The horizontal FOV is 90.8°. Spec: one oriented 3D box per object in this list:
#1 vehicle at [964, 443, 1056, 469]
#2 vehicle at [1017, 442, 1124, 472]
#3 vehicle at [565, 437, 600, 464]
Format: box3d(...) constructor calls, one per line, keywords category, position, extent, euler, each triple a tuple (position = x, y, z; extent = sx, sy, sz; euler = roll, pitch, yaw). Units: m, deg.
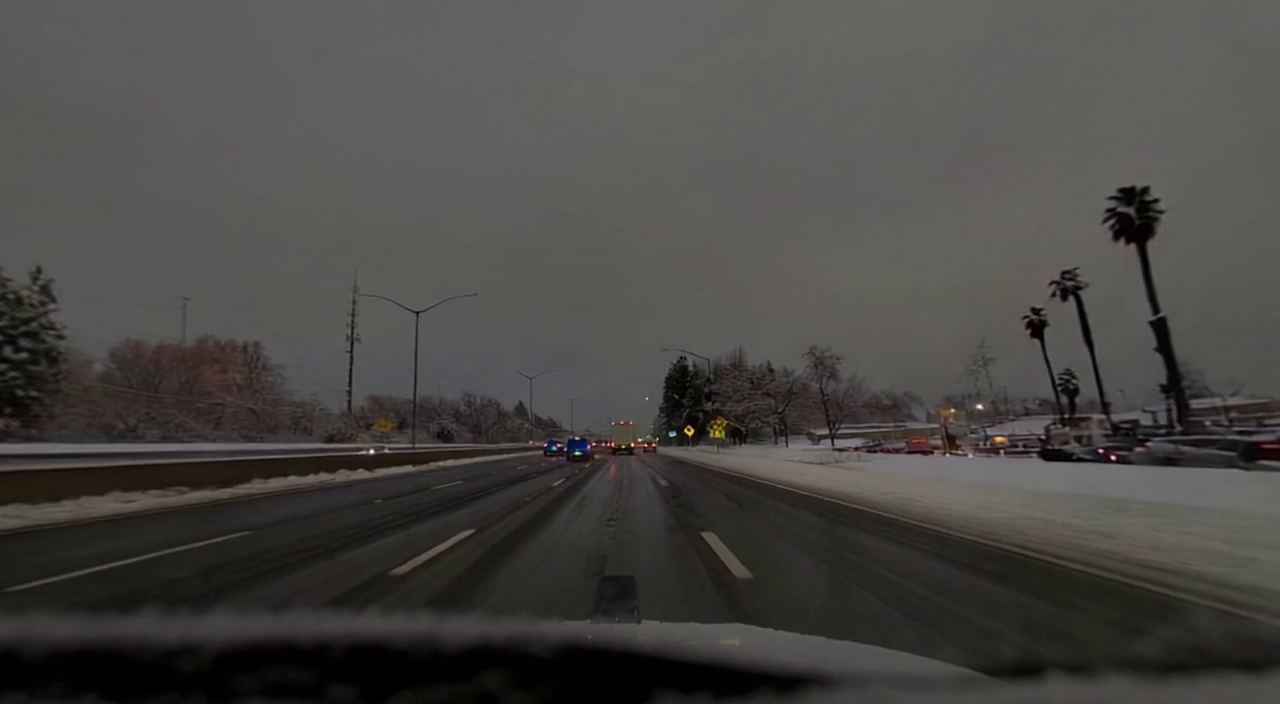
box3d(category="vehicle", position=(22.970, 6.460, 39.323), extent=(4.397, 1.495, 2.110), euler=(0, -9, 1))
box3d(category="vehicle", position=(23.175, 5.653, 34.119), extent=(4.210, 1.539, 2.121), euler=(0, -9, -2))
box3d(category="vehicle", position=(-4.469, 7.764, 49.943), extent=(2.390, 2.007, 4.901), euler=(0, -9, -1))
